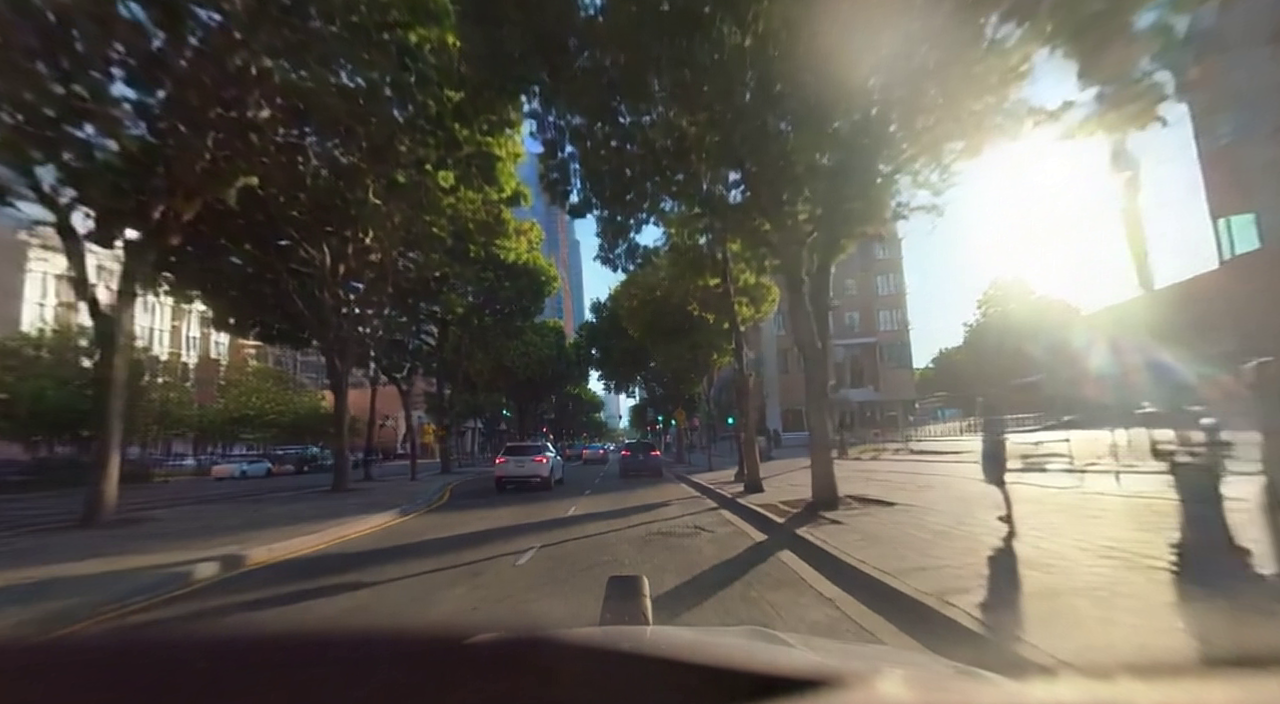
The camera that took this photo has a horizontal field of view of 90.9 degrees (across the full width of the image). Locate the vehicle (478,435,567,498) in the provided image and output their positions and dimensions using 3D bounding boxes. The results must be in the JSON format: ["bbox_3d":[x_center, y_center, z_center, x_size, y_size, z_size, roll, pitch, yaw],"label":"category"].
[{"bbox_3d":[-3.437,3.424,19.233,1.940,1.722,3.823,0,-8,0],"label":"vehicle"}]

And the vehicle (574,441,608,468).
[{"bbox_3d":[-3.584,7.576,46.895,2.220,1.847,4.587,0,-8,-1],"label":"vehicle"}]

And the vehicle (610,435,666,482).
[{"bbox_3d":[-0.103,4.316,25.771,2.120,1.758,3.917,0,-8,-1],"label":"vehicle"}]
